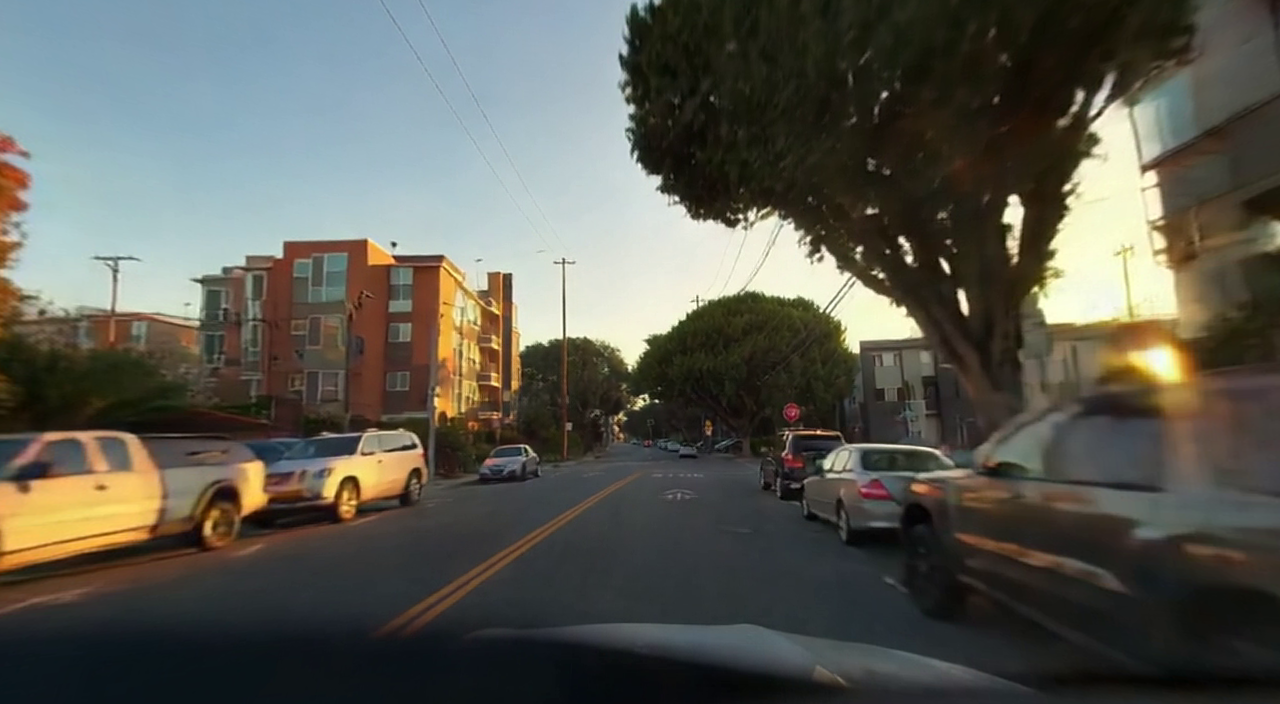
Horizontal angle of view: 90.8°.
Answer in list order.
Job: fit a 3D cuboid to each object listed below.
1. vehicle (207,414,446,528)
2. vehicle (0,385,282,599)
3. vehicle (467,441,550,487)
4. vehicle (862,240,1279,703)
[{"bbox_3d":[-6.197,2.437,13.497,2.158,1.929,5.184,-1,-9,4],"label":"vehicle"},{"bbox_3d":[-6.802,1.581,7.199,2.270,1.881,5.412,-6,-9,1],"label":"vehicle"},{"bbox_3d":[-5.037,4.346,24.875,1.922,1.505,4.502,-4,-8,5],"label":"vehicle"},{"bbox_3d":[3.145,0.850,3.203,2.248,1.964,5.736,-1,-9,4],"label":"vehicle"}]
